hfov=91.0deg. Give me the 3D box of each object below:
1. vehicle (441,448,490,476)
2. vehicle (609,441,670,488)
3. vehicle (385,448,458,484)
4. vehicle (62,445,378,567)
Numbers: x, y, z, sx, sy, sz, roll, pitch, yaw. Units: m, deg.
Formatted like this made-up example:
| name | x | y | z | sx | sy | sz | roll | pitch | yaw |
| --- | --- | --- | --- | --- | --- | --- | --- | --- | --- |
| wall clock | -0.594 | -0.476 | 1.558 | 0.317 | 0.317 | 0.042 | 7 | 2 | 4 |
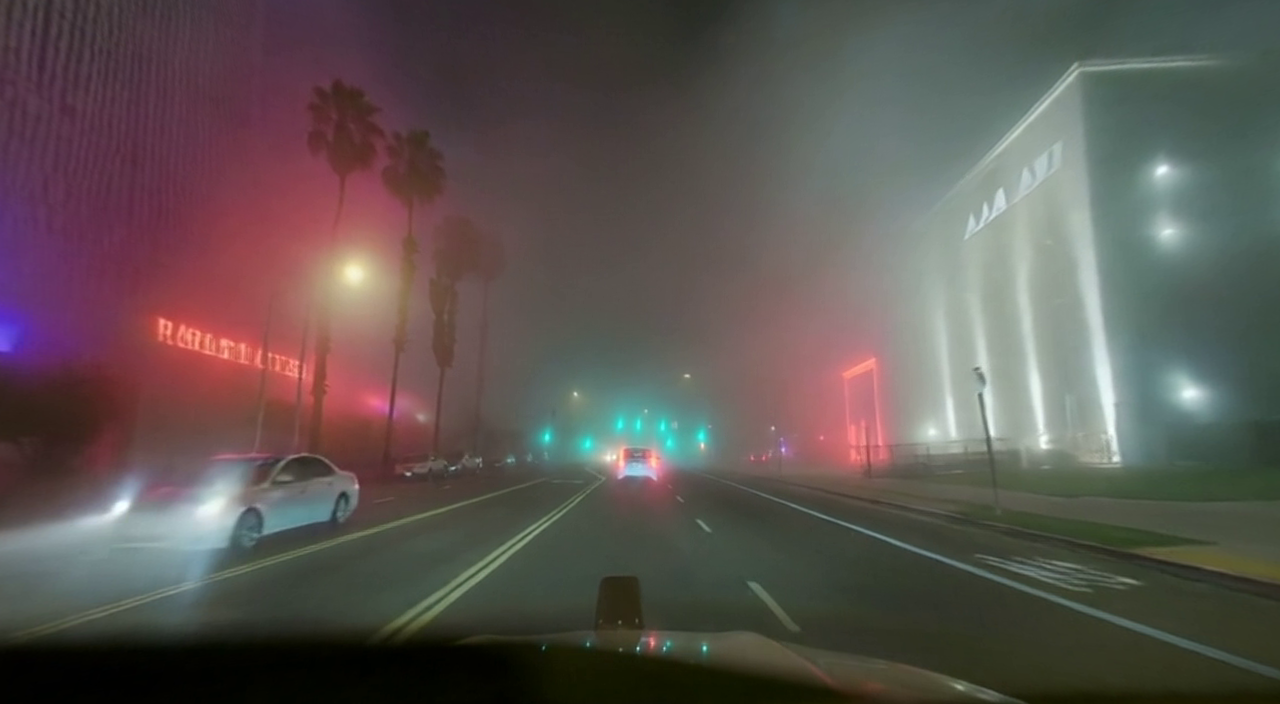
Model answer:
| name | x | y | z | sx | sy | sz | roll | pitch | yaw |
| --- | --- | --- | --- | --- | --- | --- | --- | --- | --- |
| vehicle | -12.089 | 7.648 | 43.990 | 1.981 | 1.803 | 4.835 | 0 | -8 | 1 |
| vehicle | -0.033 | 4.278 | 24.278 | 2.145 | 1.632 | 3.972 | 0 | -8 | 0 |
| vehicle | -12.316 | 6.454 | 35.947 | 2.308 | 1.839 | 4.793 | -1 | -8 | 2 |
| vehicle | -6.197 | 2.258 | 10.139 | 1.951 | 1.476 | 4.452 | -1 | -8 | 1 |
